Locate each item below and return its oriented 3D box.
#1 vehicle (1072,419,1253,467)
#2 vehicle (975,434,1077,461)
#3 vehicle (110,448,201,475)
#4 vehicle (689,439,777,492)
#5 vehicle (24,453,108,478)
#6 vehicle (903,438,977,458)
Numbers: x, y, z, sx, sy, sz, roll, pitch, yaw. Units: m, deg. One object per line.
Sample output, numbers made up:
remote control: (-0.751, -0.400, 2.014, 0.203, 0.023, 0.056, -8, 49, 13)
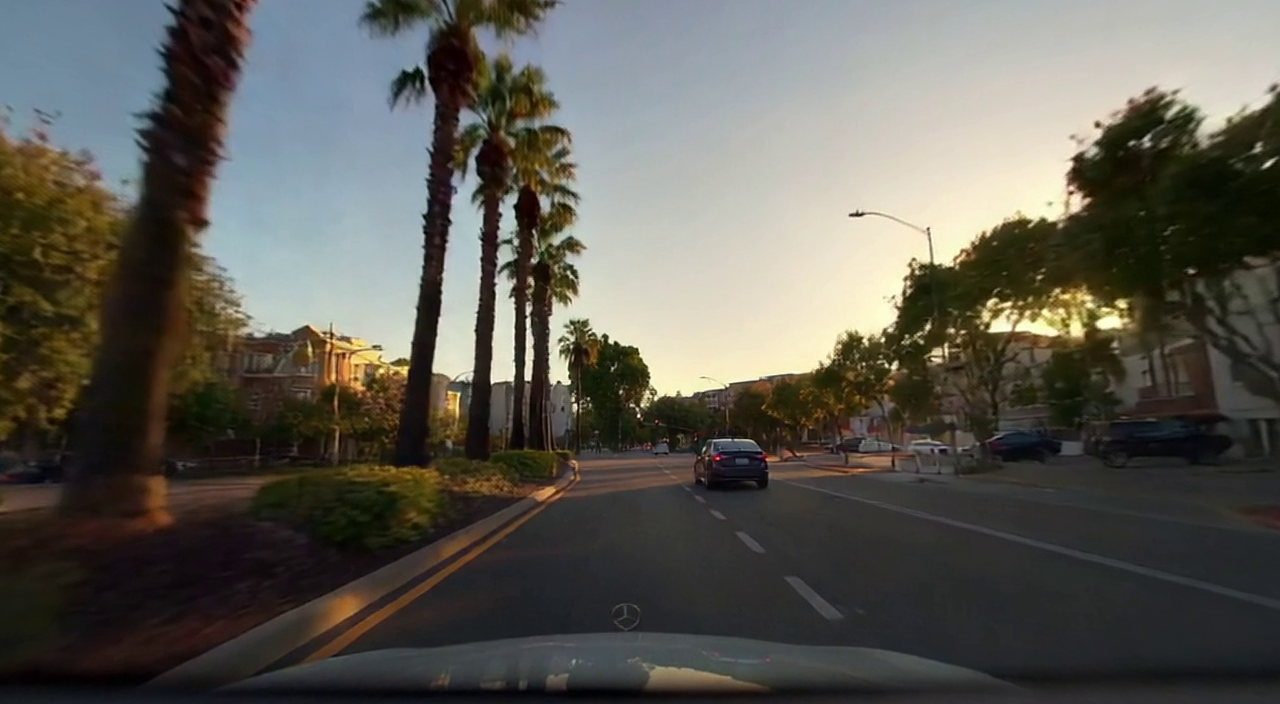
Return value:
vehicle: (21.920, 3.845, 26.684, 5.644, 1.937, 2.174, 0, -9, -1)
vehicle: (22.400, 5.568, 36.800, 4.633, 1.518, 2.008, 0, -9, -1)
vehicle: (-30.850, 6.953, 40.441, 1.933, 1.586, 4.594, -1, -9, 4)
vehicle: (2.727, 3.456, 19.584, 1.964, 1.448, 4.295, 0, -9, -2)
vehicle: (-36.019, 7.100, 39.778, 1.777, 1.425, 3.875, 1, -9, -5)
vehicle: (22.047, 7.074, 46.478, 4.472, 1.451, 1.842, 0, -9, -1)
